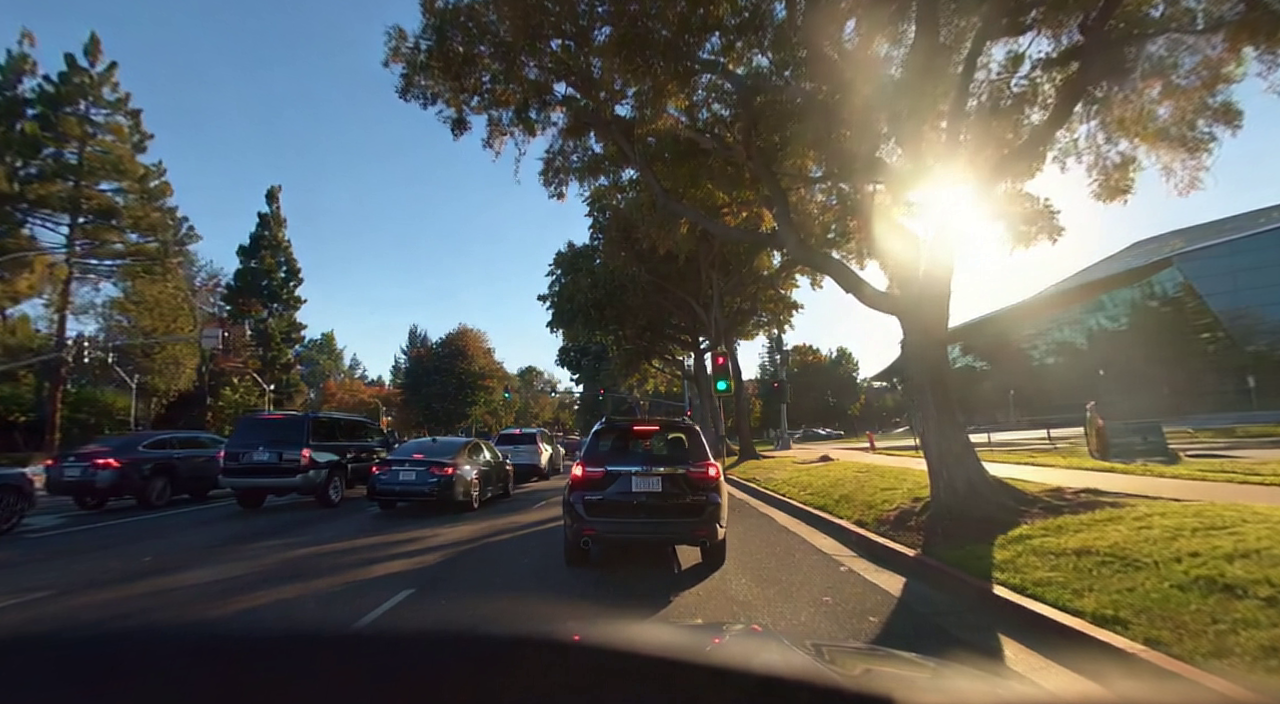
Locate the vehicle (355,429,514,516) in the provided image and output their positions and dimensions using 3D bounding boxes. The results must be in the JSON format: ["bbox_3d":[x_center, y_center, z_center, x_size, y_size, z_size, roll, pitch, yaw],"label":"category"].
[{"bbox_3d":[-4.080,2.464,13.396,1.942,1.523,4.212,0,-9,0],"label":"vehicle"}]

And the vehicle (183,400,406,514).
[{"bbox_3d":[-7.390,2.341,14.398,2.195,2.093,5.185,0,-9,-1],"label":"vehicle"}]

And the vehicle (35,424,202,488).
[{"bbox_3d":[-17.677,3.548,21.770,2.136,1.976,4.342,0,-9,-4],"label":"vehicle"}]

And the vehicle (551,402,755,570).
[{"bbox_3d":[0.106,1.674,8.573,2.055,1.681,4.270,0,-9,-1],"label":"vehicle"}]
